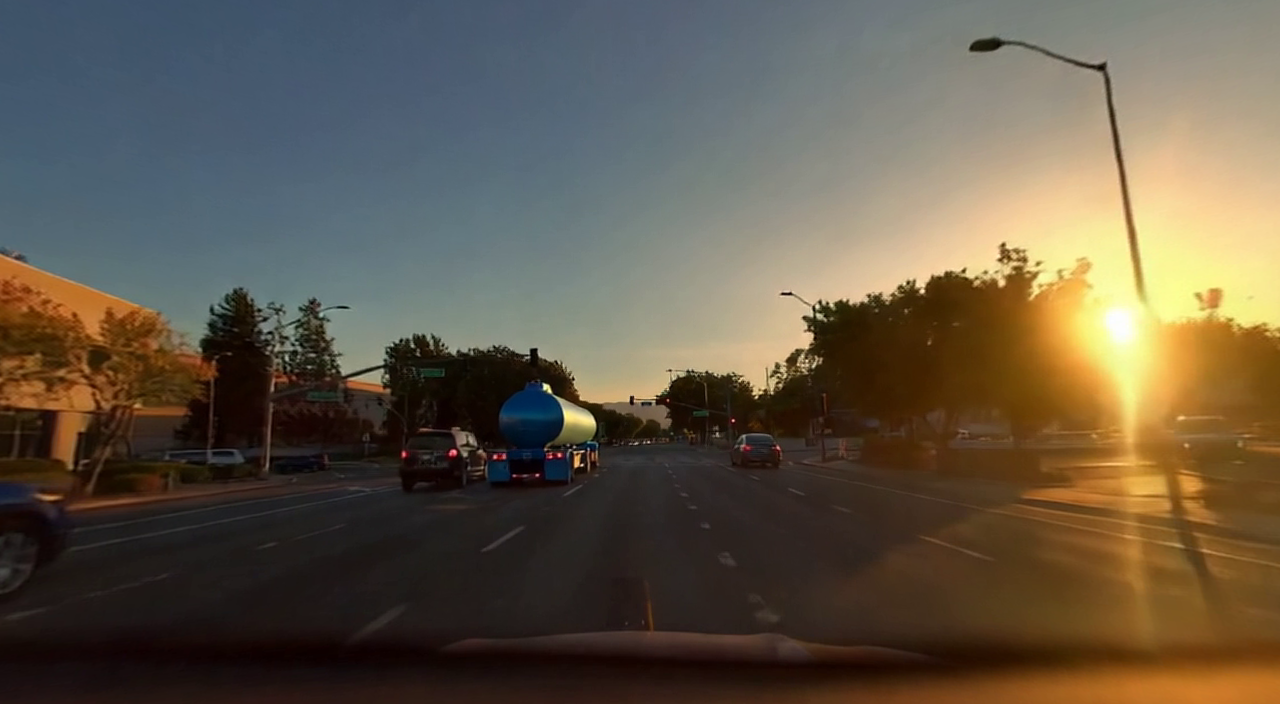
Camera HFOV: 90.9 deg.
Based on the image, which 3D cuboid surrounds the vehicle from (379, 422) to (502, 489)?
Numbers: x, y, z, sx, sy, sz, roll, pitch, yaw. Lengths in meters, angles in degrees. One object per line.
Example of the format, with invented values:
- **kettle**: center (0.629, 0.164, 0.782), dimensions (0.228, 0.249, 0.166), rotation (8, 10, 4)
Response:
- **vehicle**: center (-6.582, 3.495, 21.657), dimensions (2.375, 1.989, 5.497), rotation (0, -8, 0)

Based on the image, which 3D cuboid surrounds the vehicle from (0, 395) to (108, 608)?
- **vehicle**: center (-6.420, 1.045, 3.871), dimensions (2.179, 1.750, 4.621), rotation (0, -8, 1)

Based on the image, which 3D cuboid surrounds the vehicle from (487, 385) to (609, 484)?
- **vehicle**: center (-3.148, 3.566, 26.676), dimensions (2.841, 3.004, 14.901), rotation (0, -8, 0)

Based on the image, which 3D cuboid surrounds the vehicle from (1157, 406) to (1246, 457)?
- **vehicle**: center (23.255, 3.359, 26.168), dimensions (2.380, 1.890, 5.620), rotation (-7, -11, 41)

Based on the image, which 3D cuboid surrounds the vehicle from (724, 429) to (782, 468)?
- **vehicle**: center (5.914, 5.139, 33.725), dimensions (2.093, 1.926, 4.749), rotation (0, -8, -2)

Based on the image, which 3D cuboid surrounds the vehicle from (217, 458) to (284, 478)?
- **vehicle**: center (-30.704, 9.125, 49.697), dimensions (4.507, 1.470, 1.816), rotation (-2, -8, 15)
